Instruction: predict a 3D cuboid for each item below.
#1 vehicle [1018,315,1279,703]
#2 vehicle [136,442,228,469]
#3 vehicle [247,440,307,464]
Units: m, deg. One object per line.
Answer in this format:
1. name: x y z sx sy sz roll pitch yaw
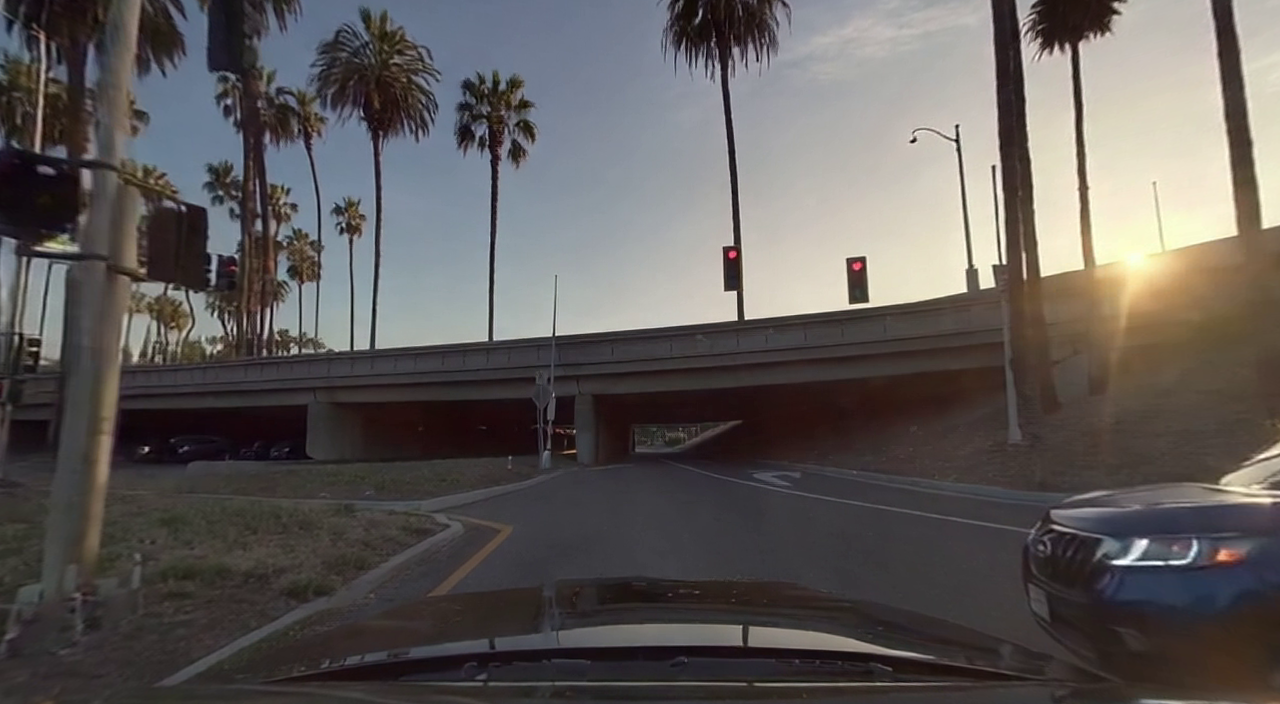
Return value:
1. vehicle: 3.445 0.631 1.602 2.028 1.770 4.737 0 -9 1
2. vehicle: -26.554 6.021 36.681 1.830 1.443 4.551 0 -9 2
3. vehicle: -26.260 7.212 45.640 1.941 1.631 4.017 0 -9 0
